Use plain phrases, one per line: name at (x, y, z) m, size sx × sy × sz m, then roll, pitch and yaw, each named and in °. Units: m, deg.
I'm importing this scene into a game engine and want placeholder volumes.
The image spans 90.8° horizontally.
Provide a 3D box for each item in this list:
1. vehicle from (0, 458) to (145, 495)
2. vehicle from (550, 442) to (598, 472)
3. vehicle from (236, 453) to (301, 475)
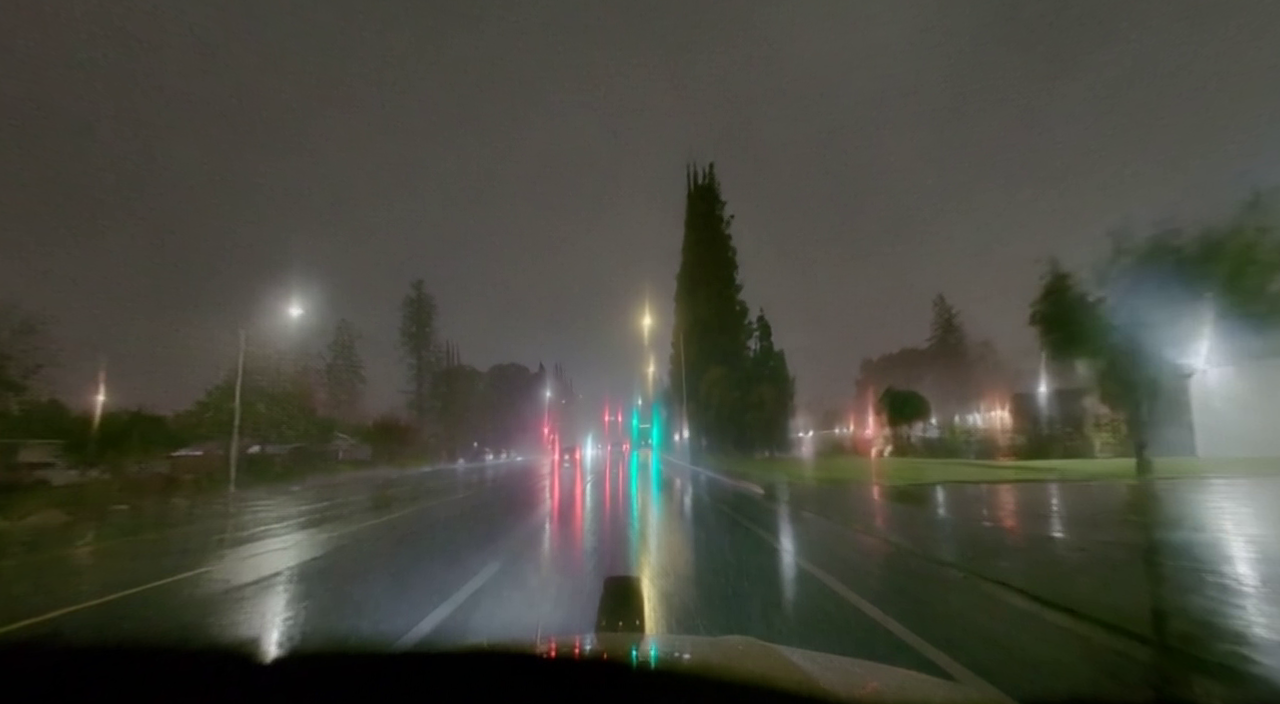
vehicle at (-23.801, 5.192, 26.509) m, size 4.235 × 1.456 × 2.171 m, roll 0°, pitch -9°, yaw 1°
vehicle at (-3.385, 5.463, 33.171) m, size 2.030 × 1.467 × 4.251 m, roll 0°, pitch -9°, yaw 0°
vehicle at (-28.759, 8.685, 49.003) m, size 3.814 × 1.512 × 1.948 m, roll 1°, pitch -8°, yaw 2°
